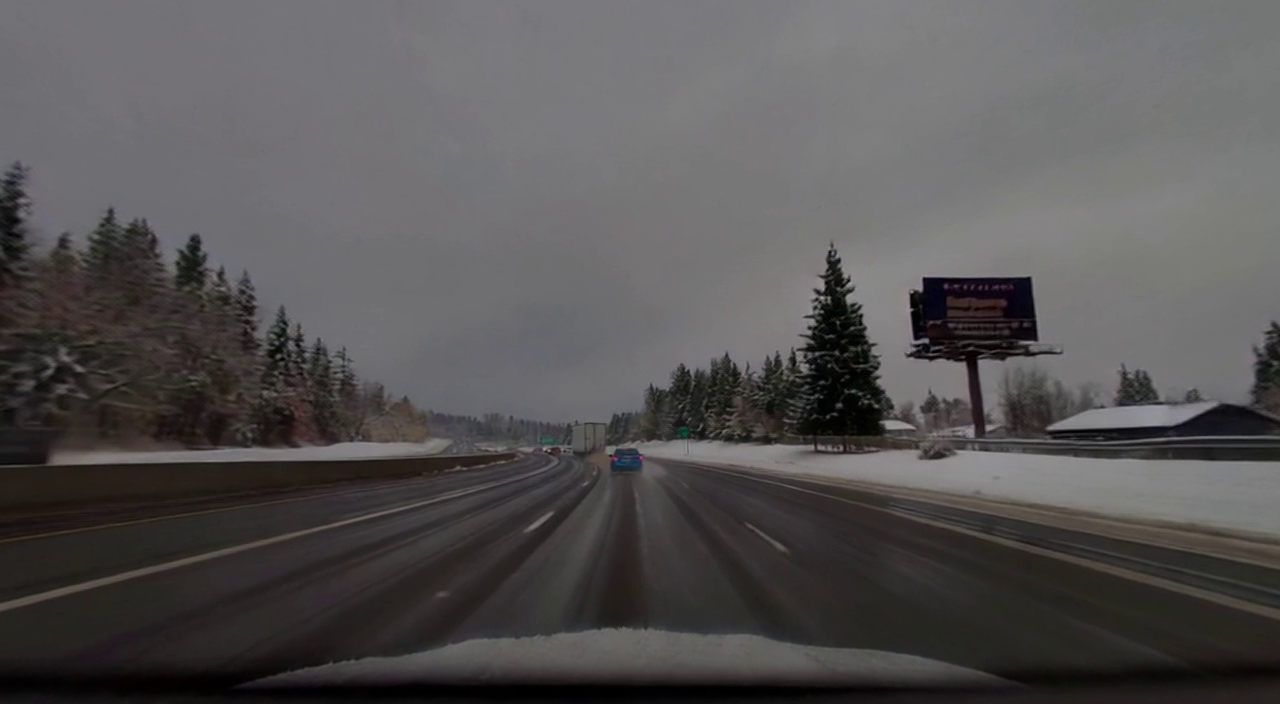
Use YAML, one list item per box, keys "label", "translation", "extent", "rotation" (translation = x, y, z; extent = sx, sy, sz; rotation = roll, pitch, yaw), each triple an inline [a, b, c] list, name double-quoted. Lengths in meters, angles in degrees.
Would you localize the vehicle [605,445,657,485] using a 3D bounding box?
- label: "vehicle"
  translation: [-0.428, 4.754, 26.863]
  extent: [2.042, 1.528, 4.300]
  rotation: [0, -8, -2]
